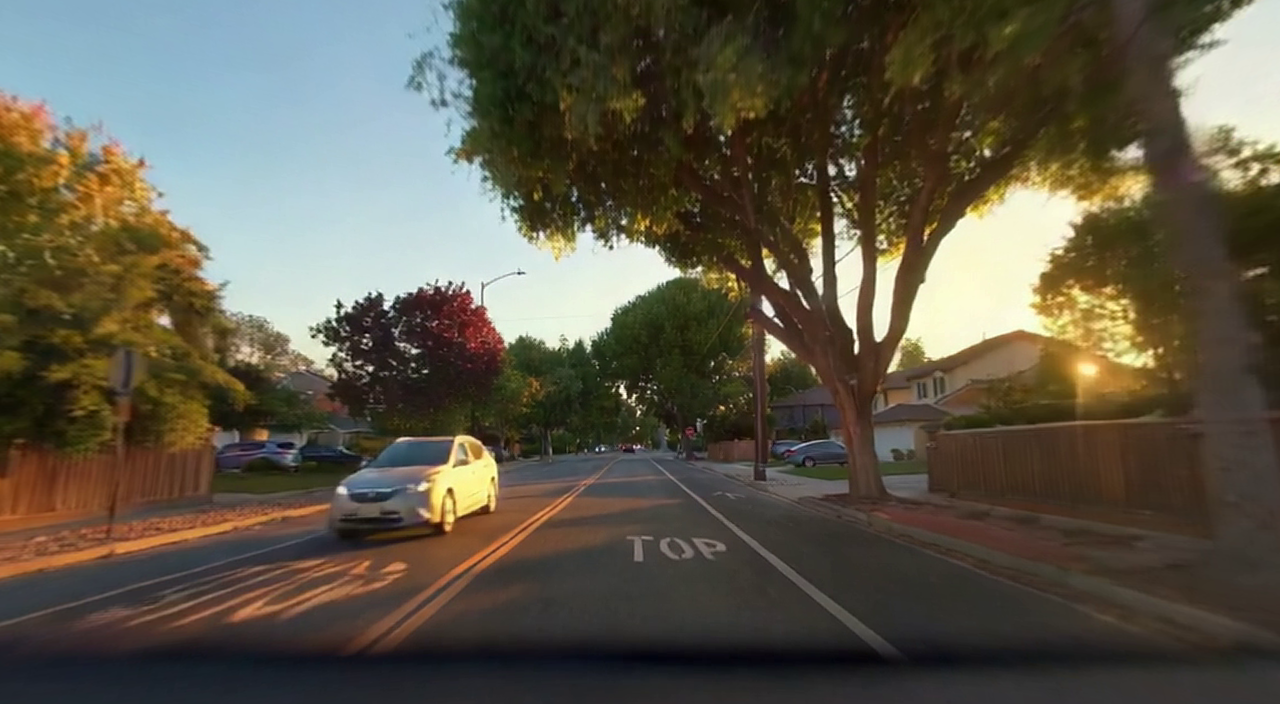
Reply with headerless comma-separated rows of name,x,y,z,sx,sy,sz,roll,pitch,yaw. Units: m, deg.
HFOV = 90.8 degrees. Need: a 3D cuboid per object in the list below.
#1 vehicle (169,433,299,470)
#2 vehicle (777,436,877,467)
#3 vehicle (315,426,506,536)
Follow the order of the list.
vehicle,-22.013,5.424,34.515,5.369,1.862,2.338,2,-8,-9
vehicle,10.521,5.615,35.687,4.908,1.537,2.065,-1,-9,-5
vehicle,-3.844,2.197,11.443,1.935,1.595,3.972,1,-8,0
